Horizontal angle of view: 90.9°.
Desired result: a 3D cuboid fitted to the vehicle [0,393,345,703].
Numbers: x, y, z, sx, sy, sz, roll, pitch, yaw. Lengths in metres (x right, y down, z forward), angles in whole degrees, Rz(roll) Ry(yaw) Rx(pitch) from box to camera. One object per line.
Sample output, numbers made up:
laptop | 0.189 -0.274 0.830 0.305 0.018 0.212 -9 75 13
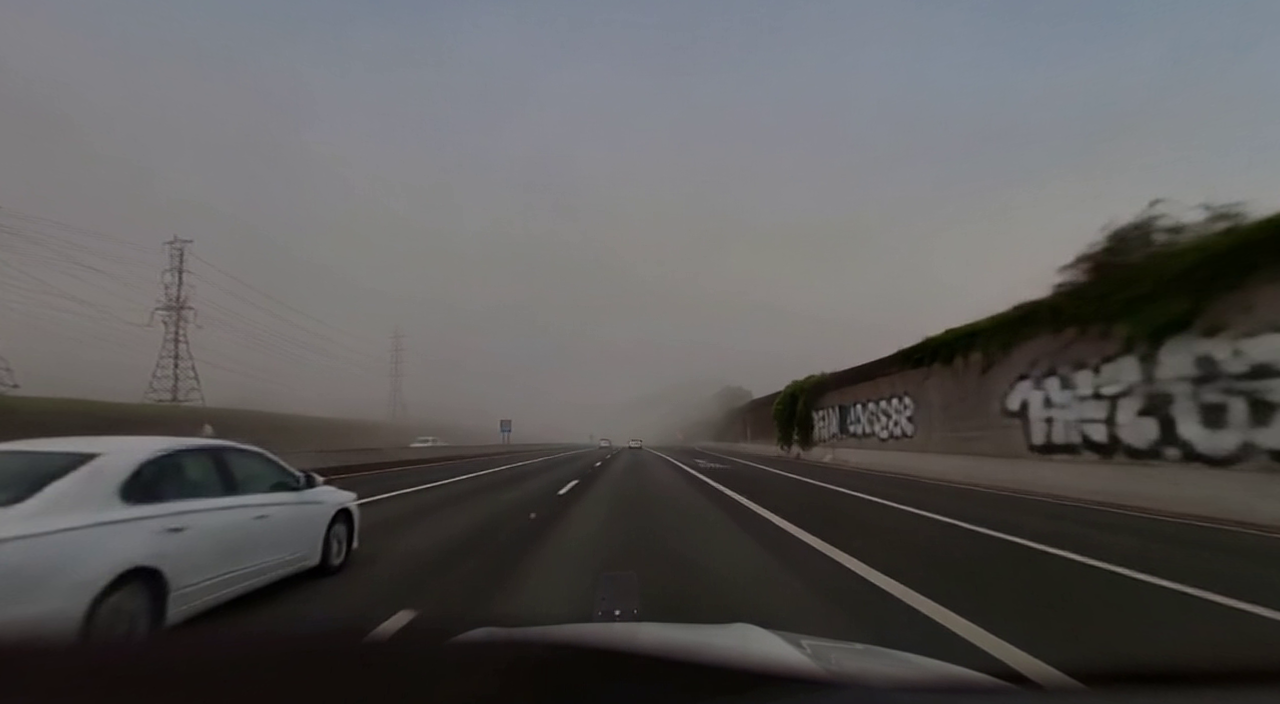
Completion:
vehicle | -3.566 0.989 3.005 2.000 1.513 4.901 0 -8 -1
